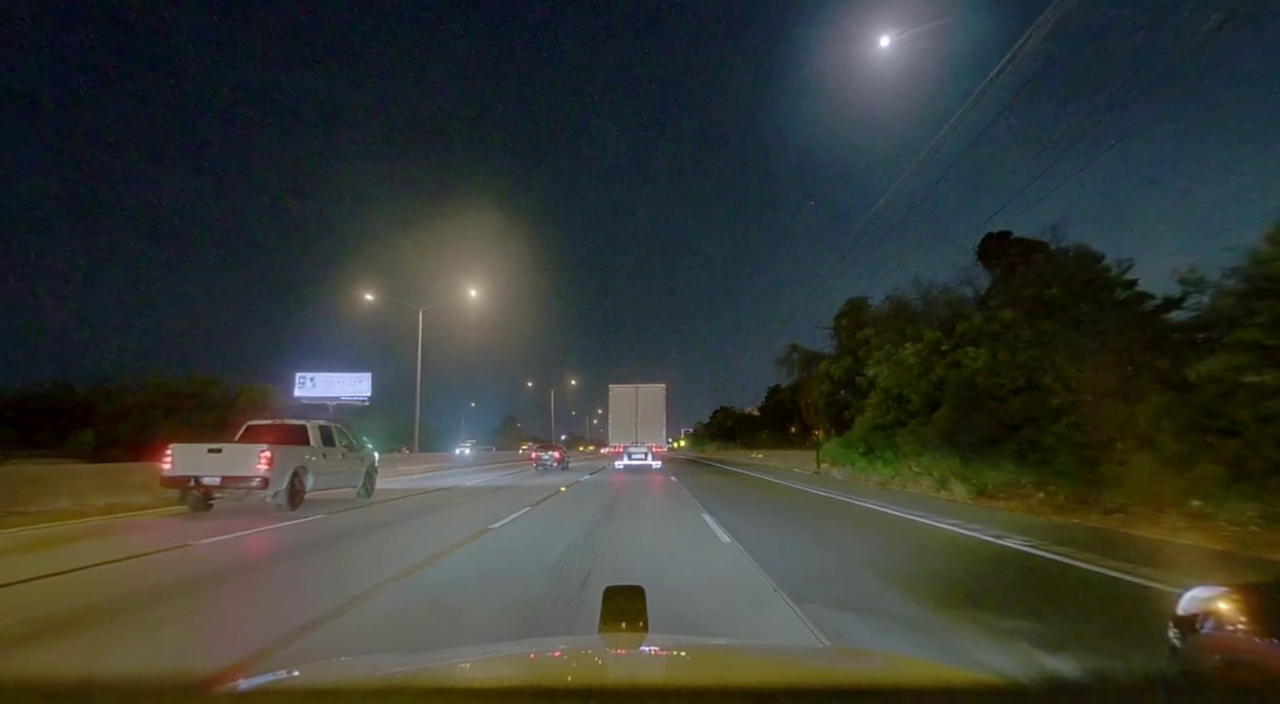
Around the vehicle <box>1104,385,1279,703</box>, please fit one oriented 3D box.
[{"bbox_3d":[3.452,0.637,0.634,2.118,1.525,5.138,0,-8,1],"label":"vehicle"}]

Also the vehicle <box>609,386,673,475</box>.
[{"bbox_3d":[0.080,4.358,34.149,2.879,4.027,11.243,0,-8,0],"label":"vehicle"}]

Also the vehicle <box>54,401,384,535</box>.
[{"bbox_3d":[-7.297,2.105,12.099,2.263,1.936,5.802,0,-8,1],"label":"vehicle"}]

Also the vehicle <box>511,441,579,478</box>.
[{"bbox_3d":[-4.046,4.680,27.779,2.138,1.469,4.677,0,-8,2],"label":"vehicle"}]
